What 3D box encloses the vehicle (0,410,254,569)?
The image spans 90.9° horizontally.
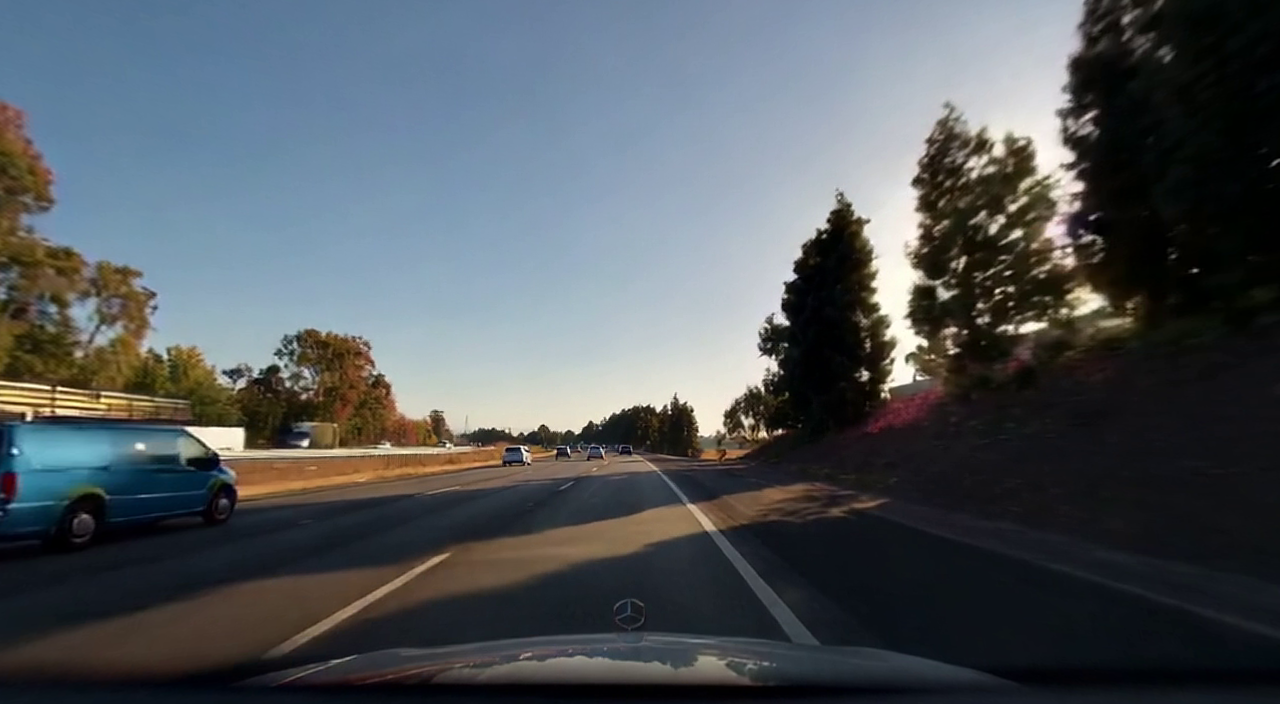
[{"bbox_3d":[-8.190,1.865,9.186,2.093,1.752,4.771,0,-9,0],"label":"vehicle"}]

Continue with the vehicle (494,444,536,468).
[{"bbox_3d":[-8.339,6.991,42.495,1.958,1.499,4.437,0,-9,0],"label":"vehicle"}]
